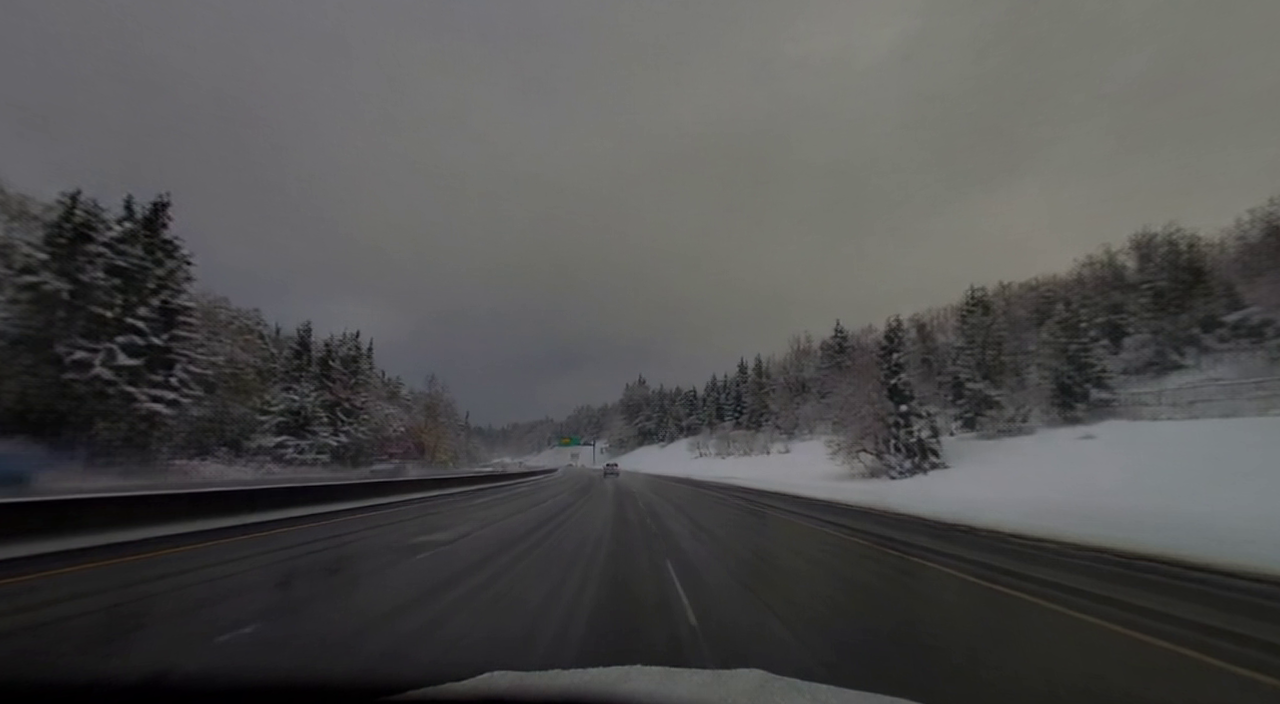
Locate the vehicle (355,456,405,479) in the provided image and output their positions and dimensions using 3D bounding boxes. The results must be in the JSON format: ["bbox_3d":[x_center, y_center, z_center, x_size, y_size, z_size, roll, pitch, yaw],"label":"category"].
[{"bbox_3d":[-18.984,8.477,46.232,1.874,1.601,4.334,1,-11,-1],"label":"vehicle"}]
